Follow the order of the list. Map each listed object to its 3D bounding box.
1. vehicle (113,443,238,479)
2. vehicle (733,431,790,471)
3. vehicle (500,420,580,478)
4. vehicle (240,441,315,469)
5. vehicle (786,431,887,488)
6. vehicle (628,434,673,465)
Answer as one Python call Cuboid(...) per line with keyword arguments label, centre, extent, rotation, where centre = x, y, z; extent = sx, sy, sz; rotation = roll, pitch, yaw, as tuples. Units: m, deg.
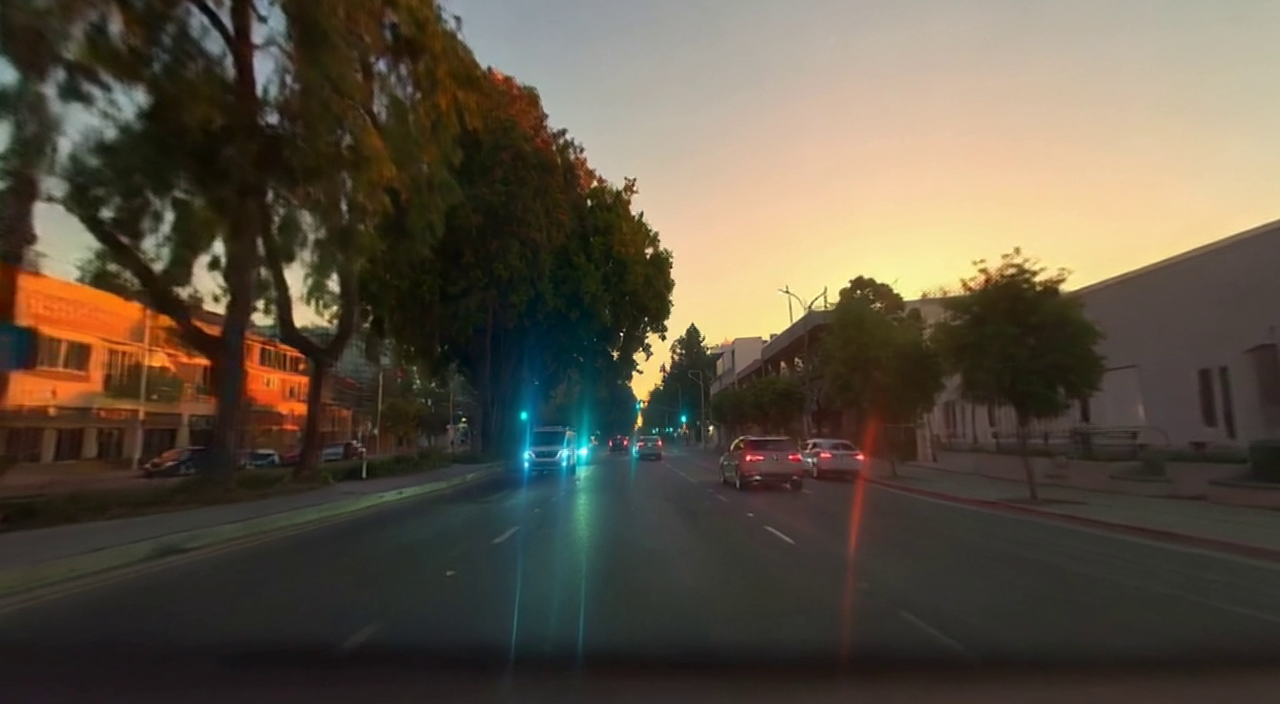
Cuboid(label="vehicle", centre=(-22.148, 5.181, 30.455), extent=(2.111, 1.554, 5.163), rotation=(0, -8, 0))
Cuboid(label="vehicle", centre=(6.251, 5.131, 32.955), extent=(1.997, 1.943, 4.409), rotation=(0, -8, -1))
Cuboid(label="vehicle", centre=(-3.658, 3.689, 24.163), extent=(2.223, 1.957, 4.845), rotation=(0, -8, 0))
Cuboid(label="vehicle", centre=(-22.421, 6.363, 39.314), extent=(1.910, 1.632, 4.624), rotation=(0, -8, 0))
Cuboid(label="vehicle", centre=(6.536, 3.621, 21.562), extent=(2.164, 1.727, 3.955), rotation=(0, -8, 0))
Cuboid(label="vehicle", centre=(0.528, 5.445, 35.381), extent=(2.201, 1.589, 3.843), rotation=(0, -8, -4))
